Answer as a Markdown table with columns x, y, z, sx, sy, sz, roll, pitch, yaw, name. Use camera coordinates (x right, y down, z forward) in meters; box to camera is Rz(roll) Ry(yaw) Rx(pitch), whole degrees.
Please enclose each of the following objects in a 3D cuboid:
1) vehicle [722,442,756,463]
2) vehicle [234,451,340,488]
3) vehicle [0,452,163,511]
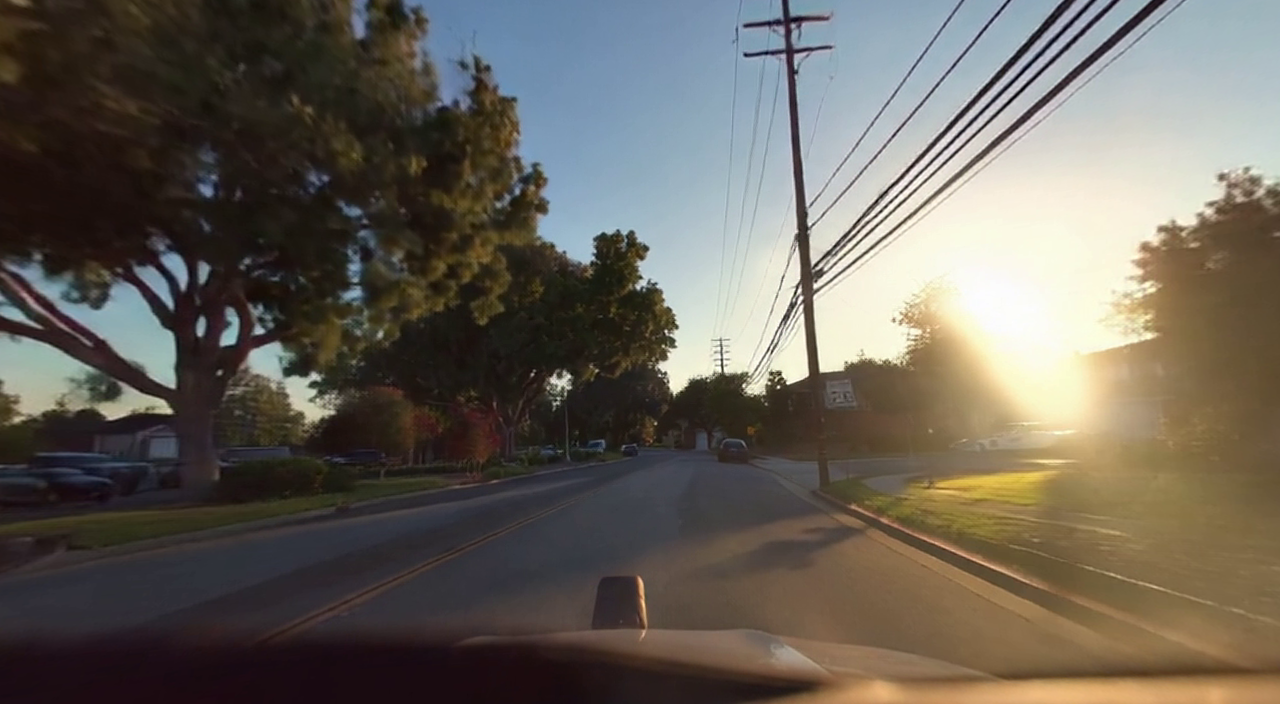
| x | y | z | sx | sy | sz | roll | pitch | yaw | name |
| --- | --- | --- | --- | --- | --- | --- | --- | --- | --- |
| 6.915 | 7.058 | 44.596 | 1.990 | 1.435 | 4.526 | -1 | -8 | 5 | vehicle |
| -16.812 | 5.585 | 30.343 | 4.123 | 1.603 | 1.906 | 3 | -9 | -22 | vehicle |
| -18.389 | 4.096 | 20.346 | 4.392 | 1.692 | 1.978 | 4 | -9 | -26 | vehicle |
